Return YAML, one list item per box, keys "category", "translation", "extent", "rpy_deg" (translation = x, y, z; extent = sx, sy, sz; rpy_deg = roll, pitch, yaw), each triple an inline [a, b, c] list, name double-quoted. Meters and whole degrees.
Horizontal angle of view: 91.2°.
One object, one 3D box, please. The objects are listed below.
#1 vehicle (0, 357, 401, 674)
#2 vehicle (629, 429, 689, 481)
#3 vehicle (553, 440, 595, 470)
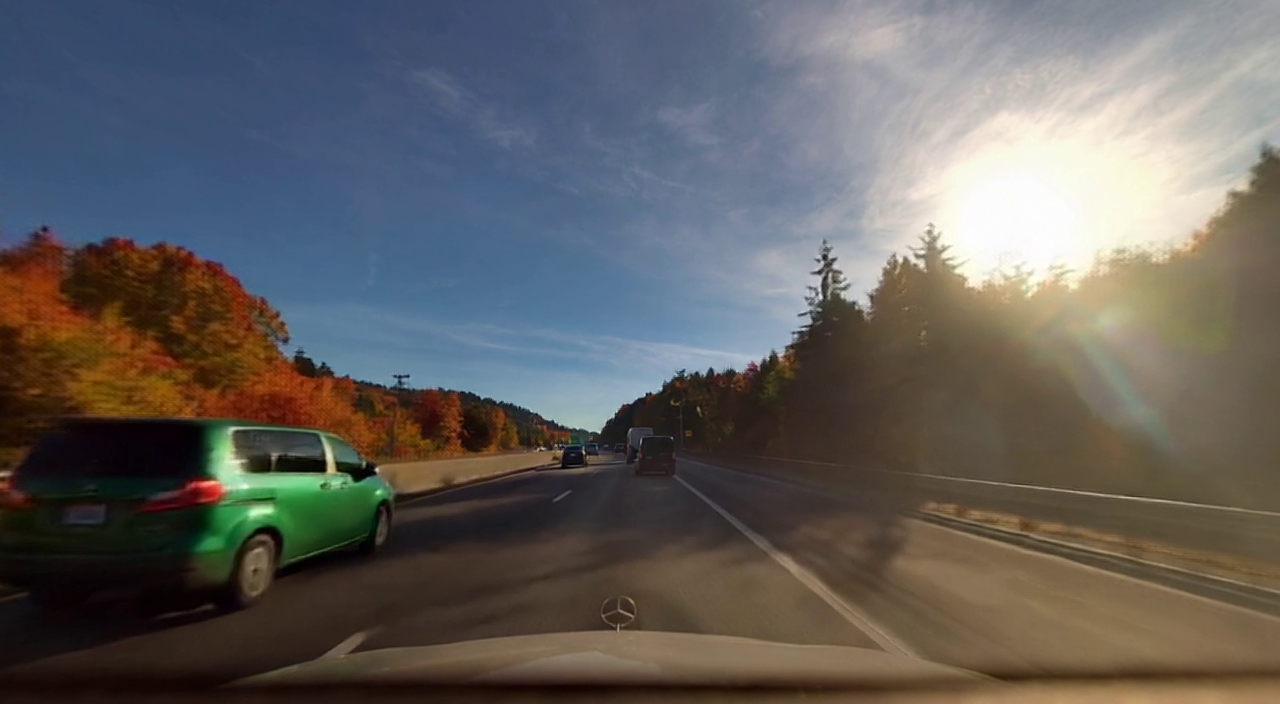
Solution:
- category: "vehicle"
  translation: [-3.887, 1.218, 5.563]
  extent: [2.021, 1.790, 3.907]
  rpy_deg: [0, -9, -1]
- category: "vehicle"
  translation: [0.669, 4.195, 25.722]
  extent: [2.179, 1.930, 4.538]
  rpy_deg: [0, -9, -2]
- category: "vehicle"
  translation: [-3.936, 6.245, 38.073]
  extent: [2.088, 1.688, 4.365]
  rpy_deg: [0, -9, -1]
